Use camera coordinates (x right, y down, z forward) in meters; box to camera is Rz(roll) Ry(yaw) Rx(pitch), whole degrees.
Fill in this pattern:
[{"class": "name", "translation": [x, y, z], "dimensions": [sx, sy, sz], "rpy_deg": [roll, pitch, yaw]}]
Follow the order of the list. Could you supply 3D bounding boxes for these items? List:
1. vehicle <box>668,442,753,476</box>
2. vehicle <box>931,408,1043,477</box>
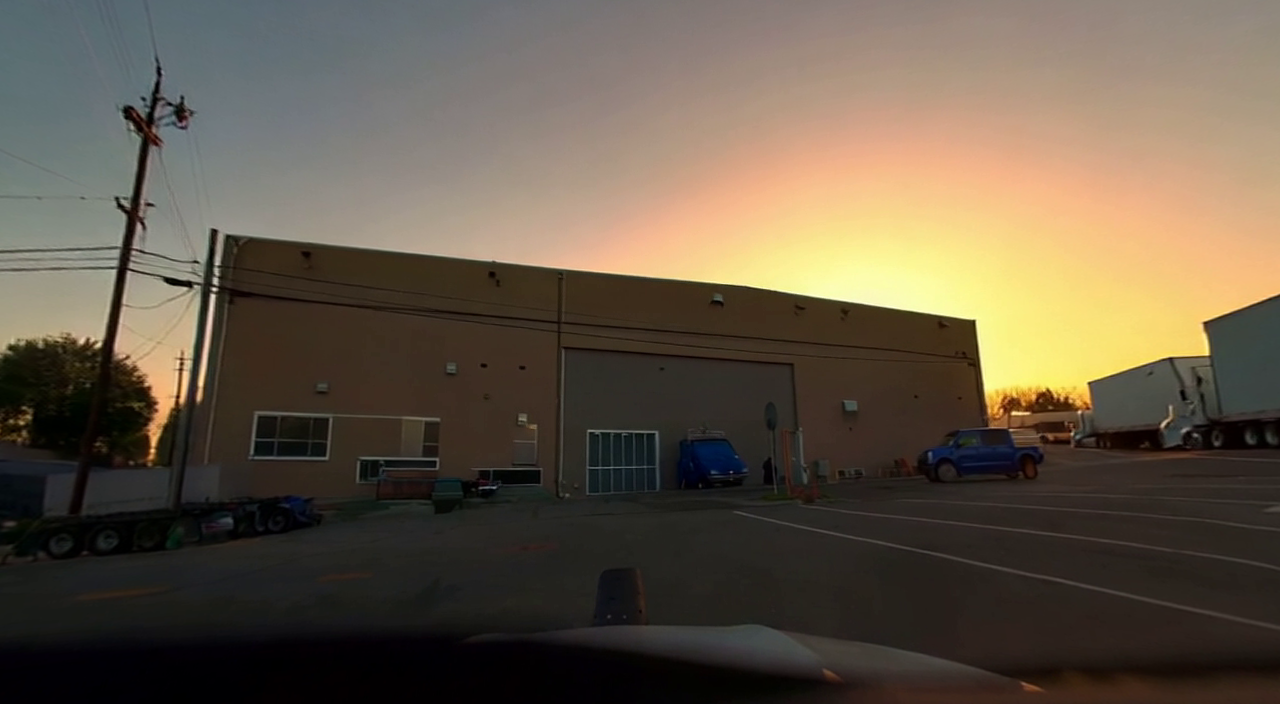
[{"class": "vehicle", "translation": [4.566, 7.014, 41.309], "dimensions": [5.207, 2.103, 1.997], "rpy_deg": [0, -8, -5]}, {"class": "vehicle", "translation": [17.250, 4.684, 31.849], "dimensions": [2.298, 3.004, 6.271], "rpy_deg": [-4, -11, 5]}]
